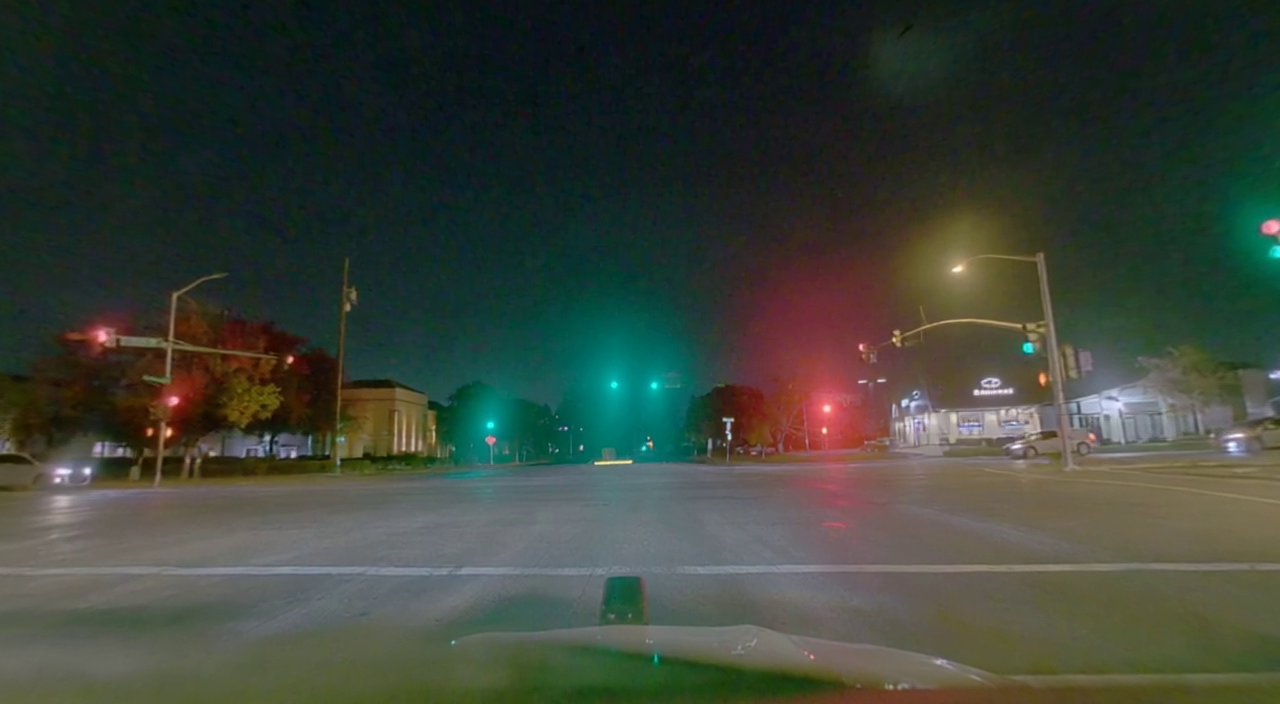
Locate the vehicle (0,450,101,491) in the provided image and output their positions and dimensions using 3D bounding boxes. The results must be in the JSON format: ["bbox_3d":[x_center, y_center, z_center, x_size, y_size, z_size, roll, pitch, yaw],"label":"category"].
[{"bbox_3d":[-25.235,4.845,25.940,4.332,1.573,1.900,0,-8,3],"label":"vehicle"}]

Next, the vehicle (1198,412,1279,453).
[{"bbox_3d":[25.828,3.280,25.623,4.288,1.600,1.927,0,-8,2],"label":"vehicle"}]

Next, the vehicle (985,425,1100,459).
[{"bbox_3d":[20.441,4.588,32.137,4.483,1.691,1.949,0,-8,1],"label":"vehicle"}]
